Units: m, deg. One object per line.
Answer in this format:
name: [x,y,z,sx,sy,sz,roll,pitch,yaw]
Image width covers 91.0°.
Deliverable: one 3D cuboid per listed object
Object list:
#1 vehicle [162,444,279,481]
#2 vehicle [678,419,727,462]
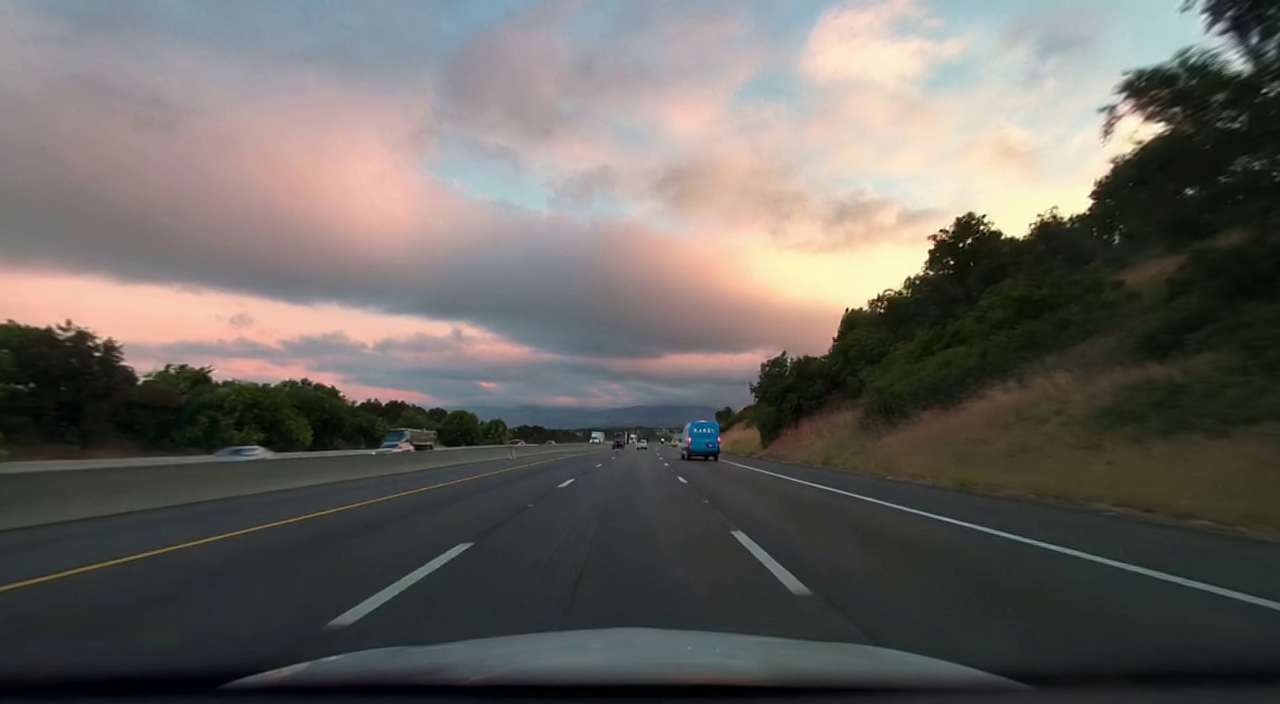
vehicle: [-18.391,4.835,27.886,2.000,1.485,4.546,-1,-8,1]
vehicle: [3.941,5.774,40.963,2.485,2.562,5.535,0,-8,-1]
